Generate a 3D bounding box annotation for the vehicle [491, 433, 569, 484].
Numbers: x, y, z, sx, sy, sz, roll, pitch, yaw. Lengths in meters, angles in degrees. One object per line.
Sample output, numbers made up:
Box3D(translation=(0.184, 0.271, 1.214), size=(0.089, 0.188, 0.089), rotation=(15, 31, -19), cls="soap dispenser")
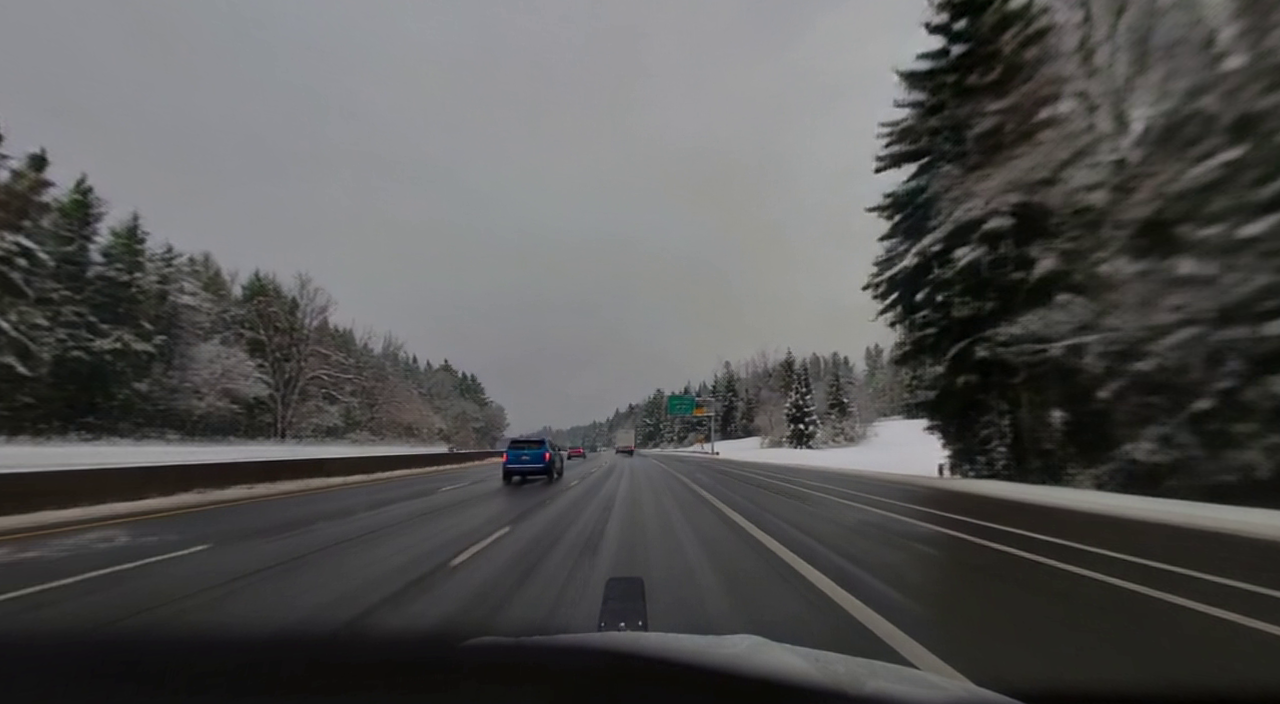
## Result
Box3D(translation=(-4.029, 3.974, 23.888), size=(2.162, 1.724, 4.537), rotation=(0, -8, 0), cls="vehicle")
